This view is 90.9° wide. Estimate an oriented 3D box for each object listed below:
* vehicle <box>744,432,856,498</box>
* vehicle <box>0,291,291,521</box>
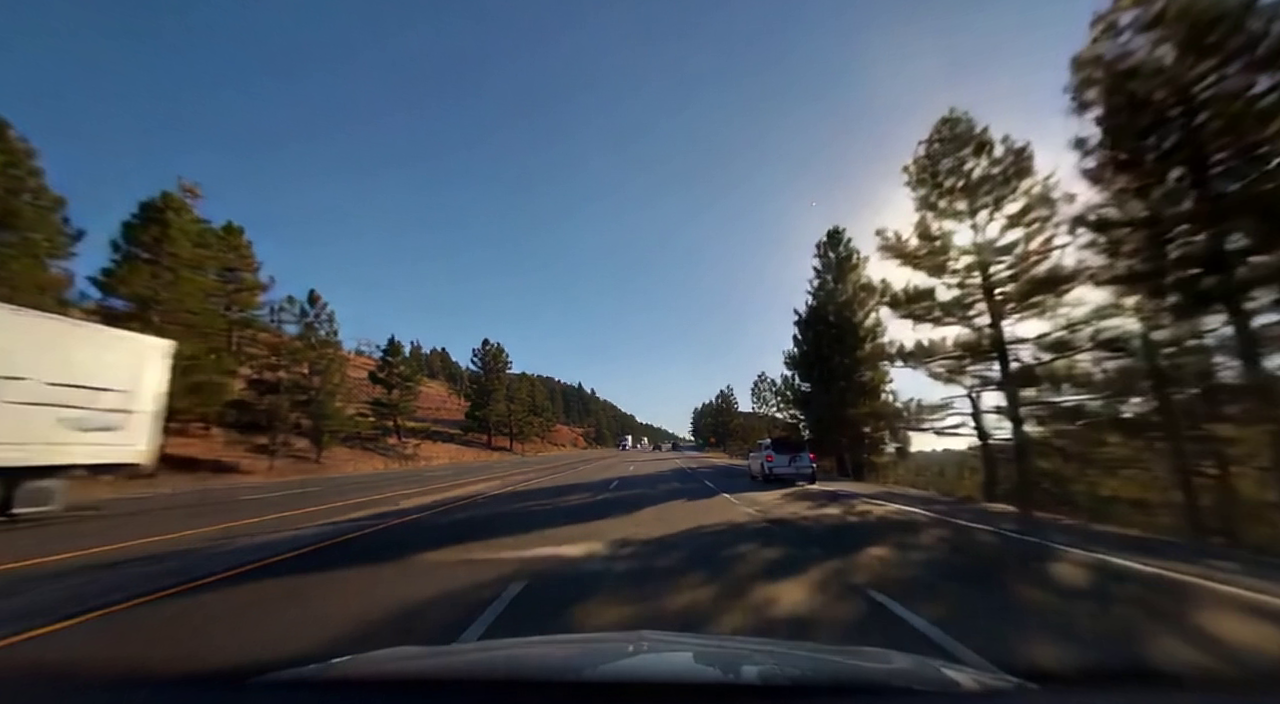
[{"bbox_3d":[4.583,3.315,18.967,2.098,1.703,4.862,0,-8,0],"label":"vehicle"},{"bbox_3d":[-13.234,1.186,12.909,2.910,4.204,16.031,0,-8,1],"label":"vehicle"}]
